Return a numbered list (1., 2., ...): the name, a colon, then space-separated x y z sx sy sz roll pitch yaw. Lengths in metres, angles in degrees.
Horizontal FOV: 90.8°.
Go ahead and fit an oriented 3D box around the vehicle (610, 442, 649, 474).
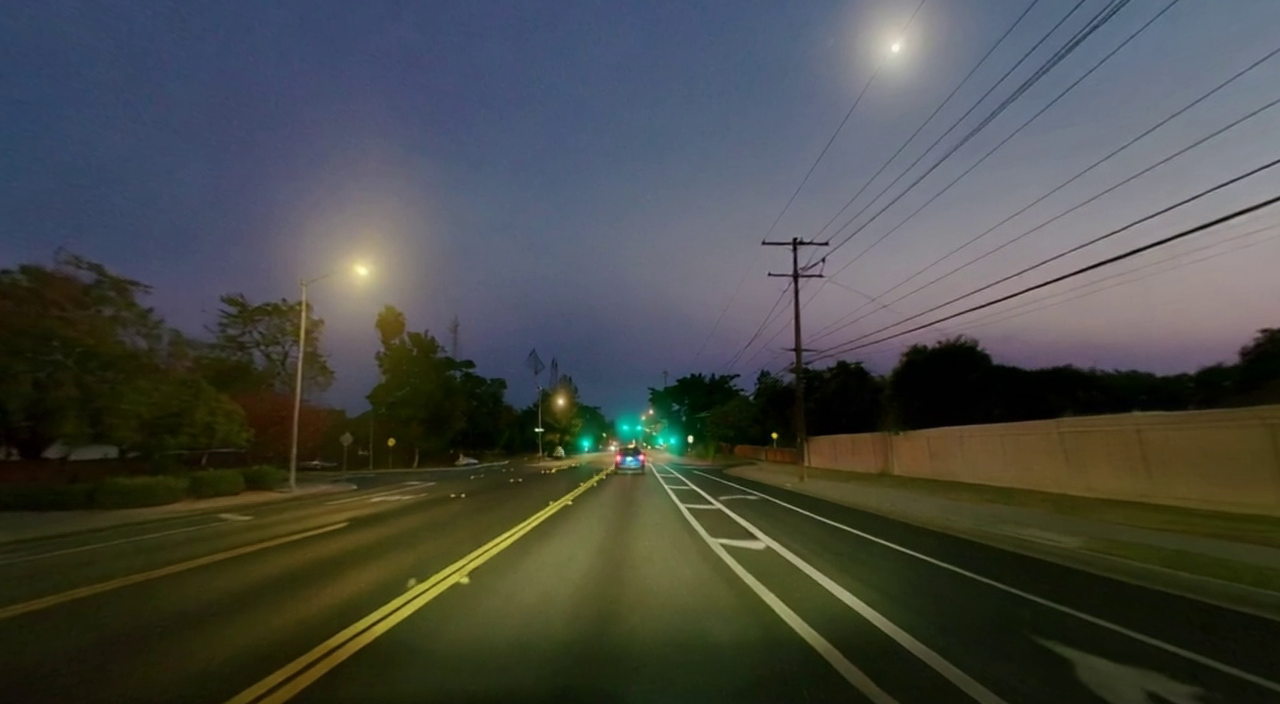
1. vehicle: -0.581 6.077 36.393 2.139 1.699 3.916 0 -9 -1
